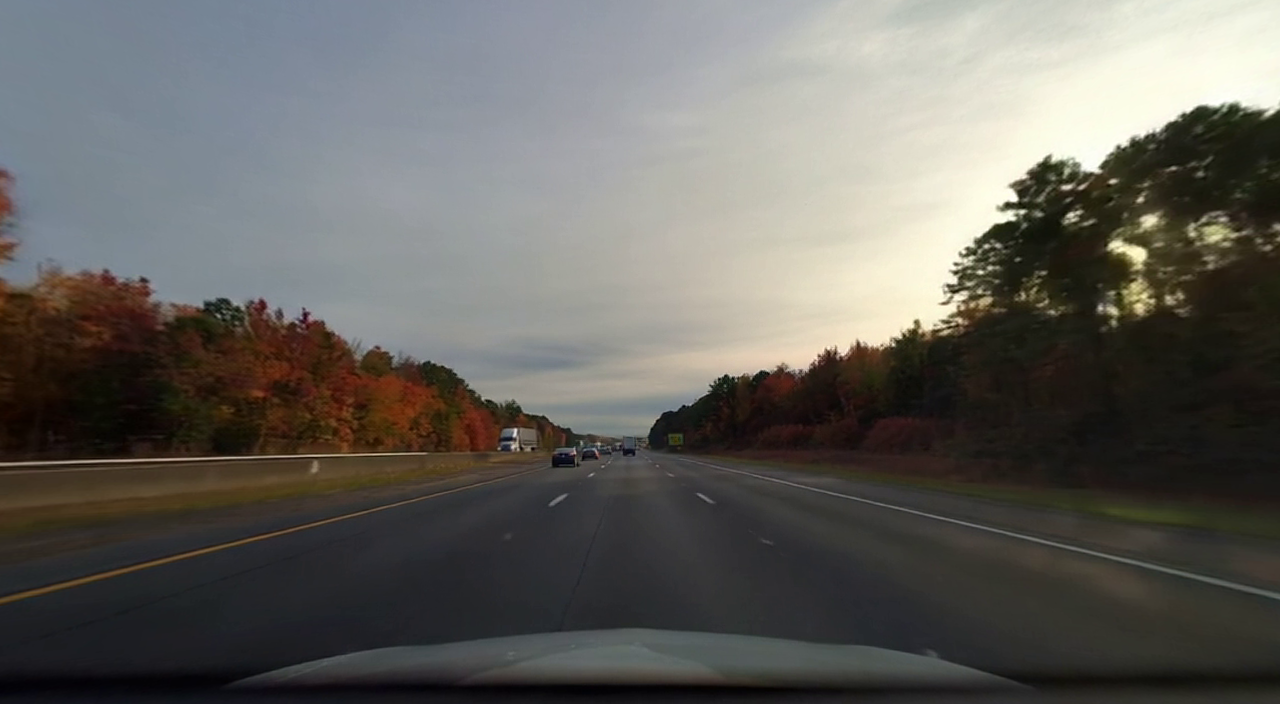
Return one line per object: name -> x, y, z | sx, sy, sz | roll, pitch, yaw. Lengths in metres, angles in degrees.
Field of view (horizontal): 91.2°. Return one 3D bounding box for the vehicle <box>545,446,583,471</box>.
vehicle -> -4.662, 6.619, 39.082 | 1.963, 1.475, 3.665 | 0, -9, -1
